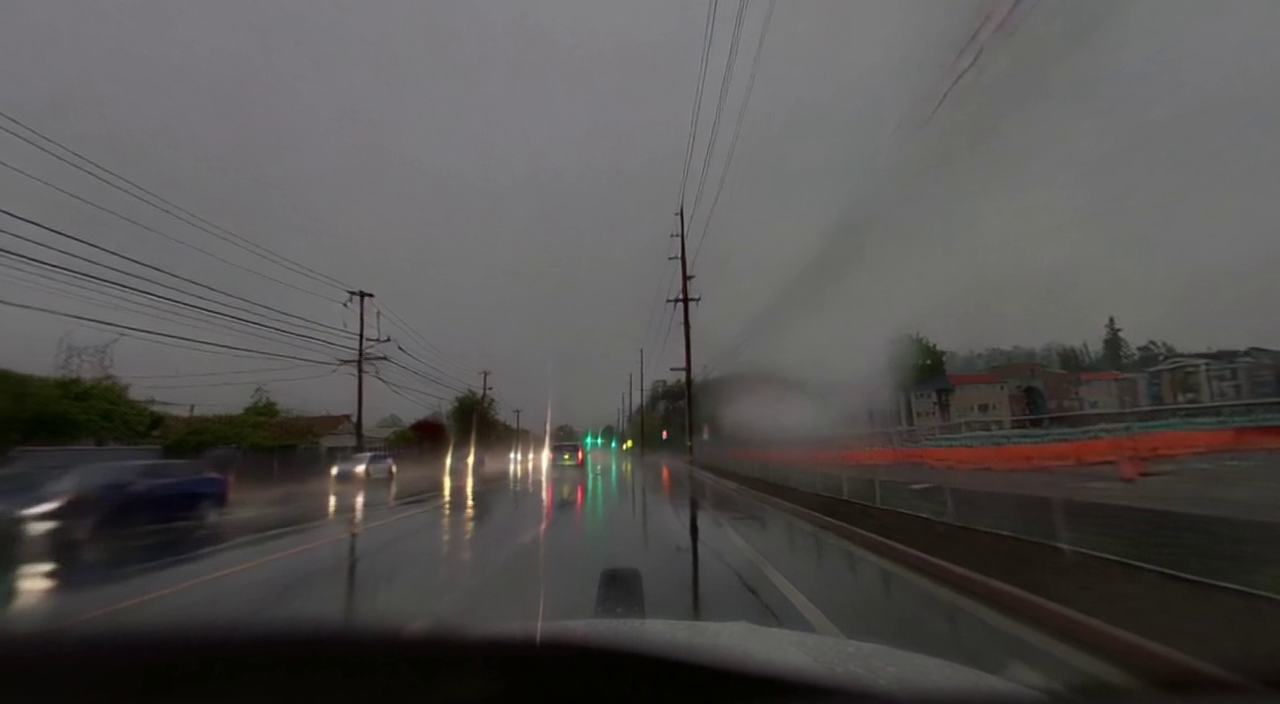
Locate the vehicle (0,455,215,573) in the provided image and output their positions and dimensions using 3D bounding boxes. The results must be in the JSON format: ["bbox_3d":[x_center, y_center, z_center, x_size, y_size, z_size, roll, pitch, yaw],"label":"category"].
[{"bbox_3d":[-9.756,2.554,10.626,2.007,1.520,4.466,0,-9,0],"label":"vehicle"}]

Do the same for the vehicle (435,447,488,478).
[{"bbox_3d":[-10.557,6.518,37.493,1.954,1.690,4.080,1,-9,-1],"label":"vehicle"}]

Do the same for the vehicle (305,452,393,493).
[{"bbox_3d":[-13.375,5.527,29.276,1.942,1.660,4.595,1,-9,-1],"label":"vehicle"}]

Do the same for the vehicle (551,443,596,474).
[{"bbox_3d":[-3.528,5.729,34.066,1.992,1.515,4.289,1,-9,-1],"label":"vehicle"}]
